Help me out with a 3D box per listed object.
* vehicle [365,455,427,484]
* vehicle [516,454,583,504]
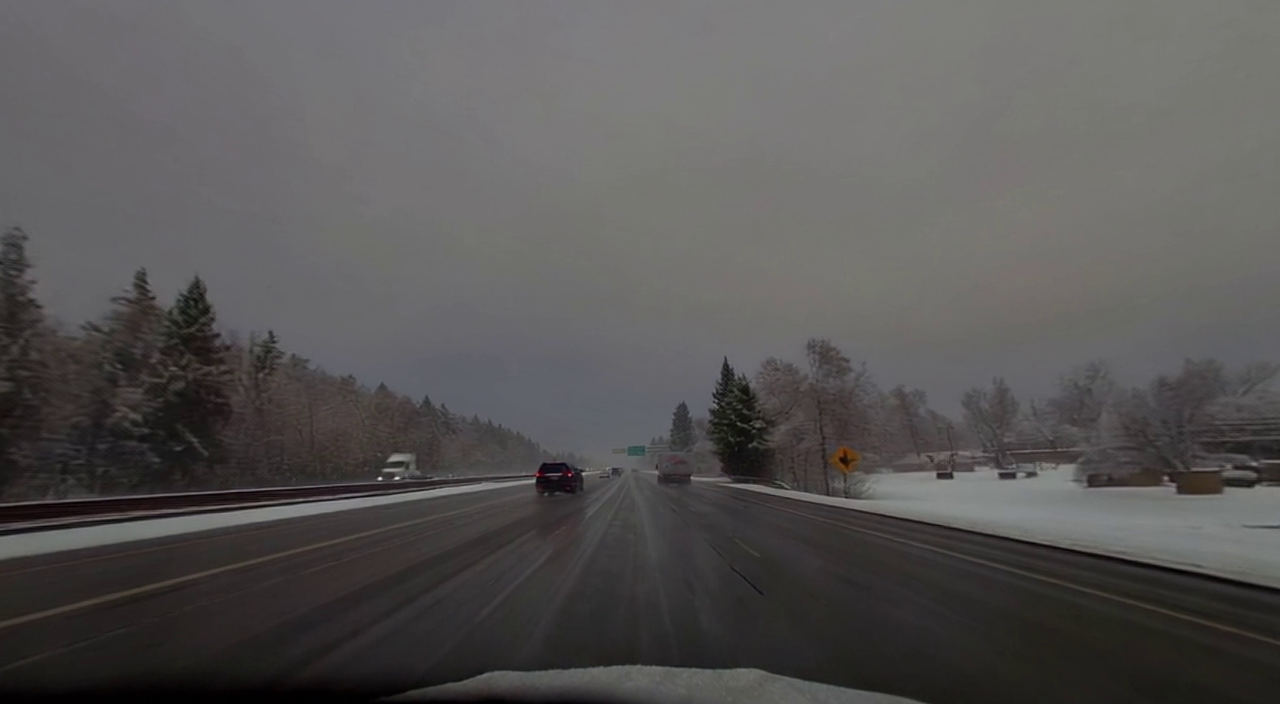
[{"bbox_3d":[-18.087,8.769,47.011,2.157,2.031,5.648,0,-10,2],"label":"vehicle"},{"bbox_3d":[-3.682,5.296,26.458,2.036,1.835,4.888,1,-10,0],"label":"vehicle"}]
